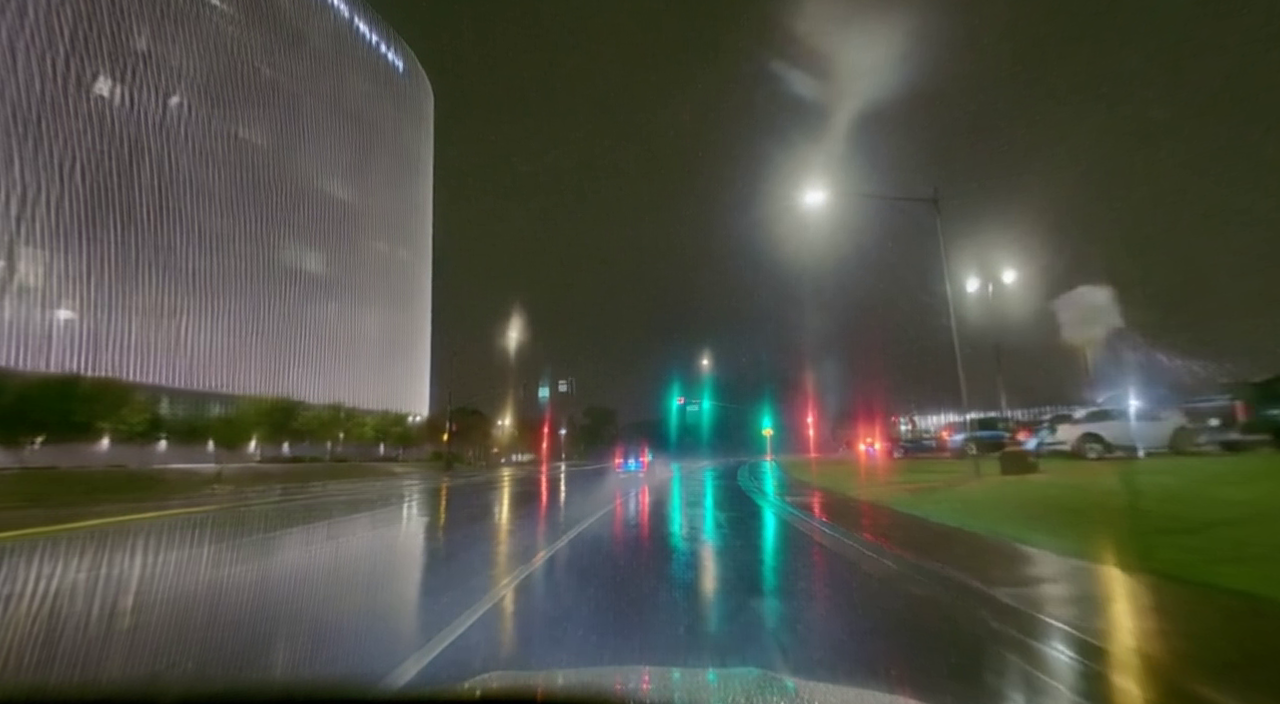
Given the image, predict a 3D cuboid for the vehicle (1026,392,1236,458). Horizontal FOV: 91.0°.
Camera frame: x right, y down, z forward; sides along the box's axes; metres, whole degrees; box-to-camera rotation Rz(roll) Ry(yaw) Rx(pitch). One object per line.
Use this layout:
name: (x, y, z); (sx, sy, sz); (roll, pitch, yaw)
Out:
vehicle: (14.066, 2.191, 18.343); (4.214, 1.615, 2.008); (-4, -10, 9)

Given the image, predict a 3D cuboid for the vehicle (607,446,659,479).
vehicle: (-0.267, 5.516, 31.714); (1.971, 1.486, 4.380); (-1, -9, 8)

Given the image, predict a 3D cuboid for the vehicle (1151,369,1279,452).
vehicle: (13.605, 1.263, 13.130); (4.035, 1.615, 1.908); (-1, -9, 6)
